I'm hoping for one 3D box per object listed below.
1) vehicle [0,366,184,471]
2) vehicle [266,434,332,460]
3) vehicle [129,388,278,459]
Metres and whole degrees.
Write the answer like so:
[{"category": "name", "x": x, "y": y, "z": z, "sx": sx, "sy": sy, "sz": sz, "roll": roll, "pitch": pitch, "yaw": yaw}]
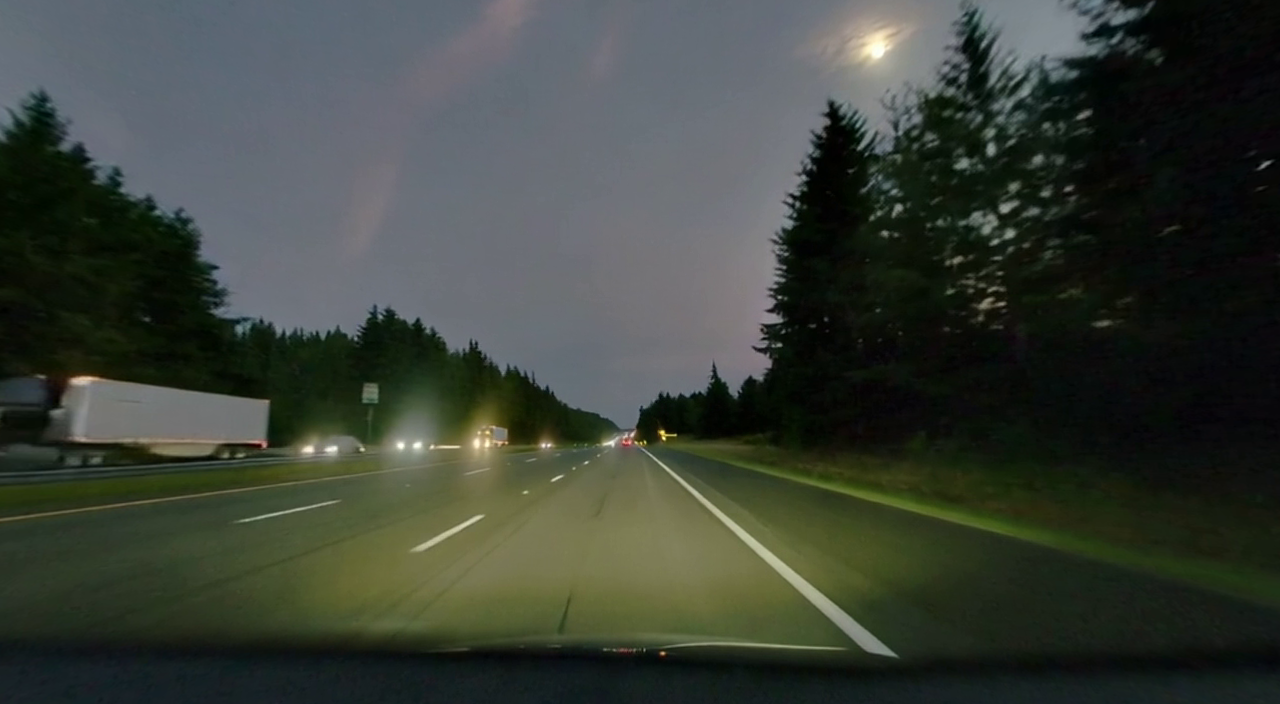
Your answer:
[{"category": "vehicle", "x": -24.130, "y": 2.875, "z": 26.234, "sx": 2.975, "sy": 3.670, "sz": 9.888, "roll": 0, "pitch": -8, "yaw": -1}, {"category": "vehicle", "x": -20.624, "y": 5.753, "z": 38.267, "sx": 1.823, "sy": 1.457, "sz": 4.109, "roll": 0, "pitch": -8, "yaw": -2}, {"category": "vehicle", "x": -24.332, "y": 4.131, "z": 35.790, "sx": 2.814, "sy": 3.541, "sz": 7.810, "roll": 0, "pitch": -8, "yaw": -1}]
